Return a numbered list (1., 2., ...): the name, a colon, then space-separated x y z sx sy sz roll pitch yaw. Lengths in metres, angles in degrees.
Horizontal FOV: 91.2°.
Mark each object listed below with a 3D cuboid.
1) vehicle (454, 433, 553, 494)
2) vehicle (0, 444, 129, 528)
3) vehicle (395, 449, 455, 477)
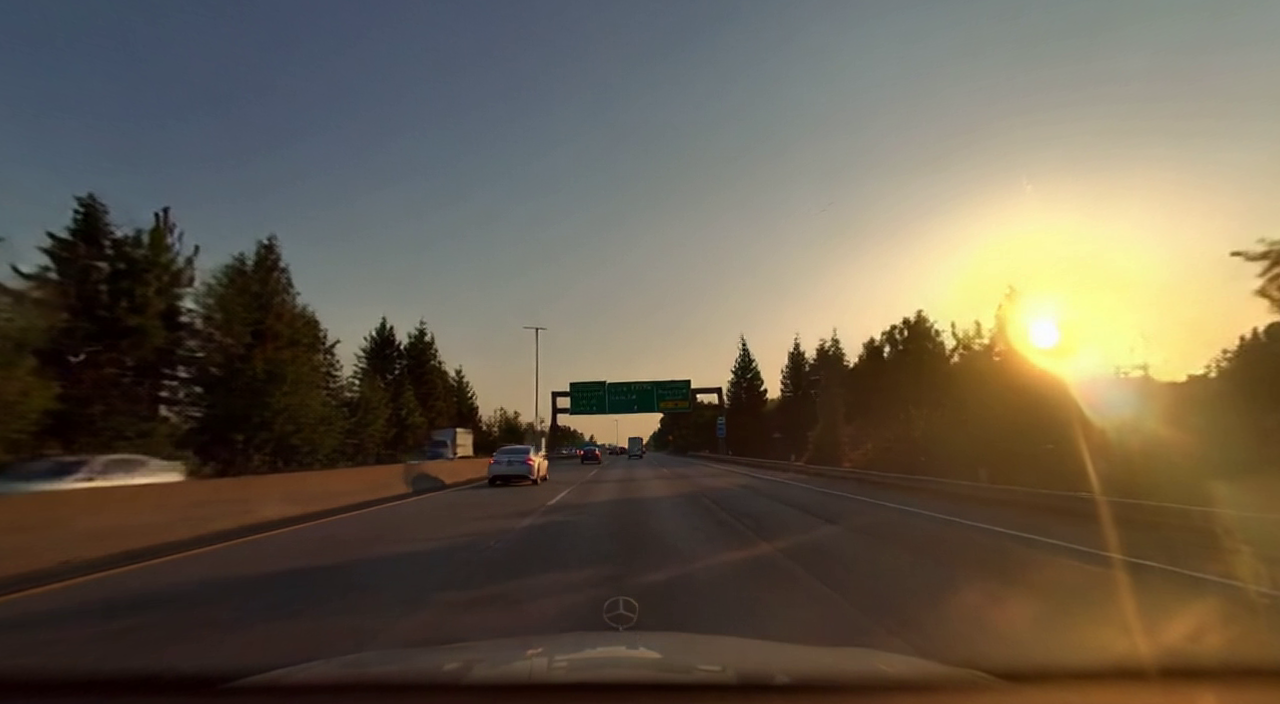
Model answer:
1. vehicle: -4.123 3.454 19.753 2.151 1.693 4.201 -1 -9 1
2. vehicle: -13.108 2.650 12.530 1.955 1.557 4.567 -1 -9 -1
3. vehicle: -12.457 6.408 36.563 1.914 1.490 4.545 0 -9 0
